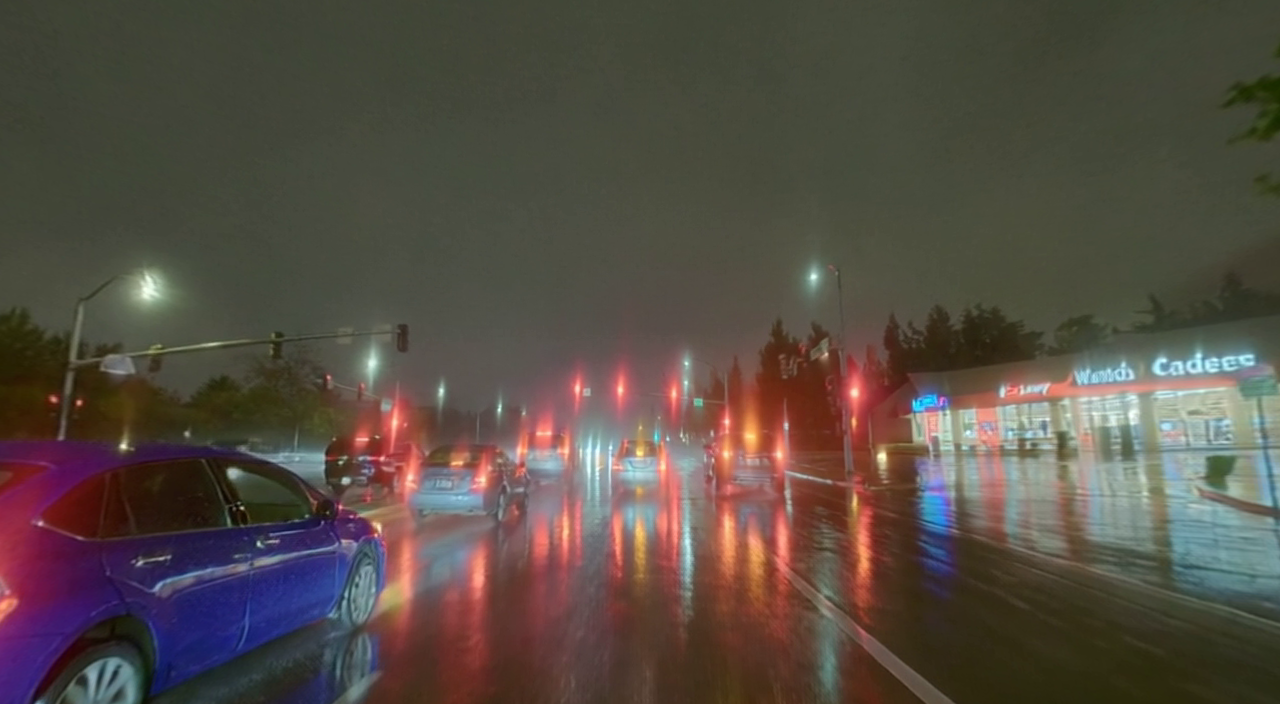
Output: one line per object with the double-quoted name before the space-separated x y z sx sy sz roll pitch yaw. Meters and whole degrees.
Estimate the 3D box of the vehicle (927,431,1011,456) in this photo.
"vehicle" 23.350 6.537 44.841 4.781 1.700 1.986 0 -9 1

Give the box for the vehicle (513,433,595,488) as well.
"vehicle" -2.794 3.677 21.524 2.072 1.694 4.070 0 -9 2

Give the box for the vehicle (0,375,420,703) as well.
"vehicle" -3.095 0.997 2.970 2.249 1.517 4.951 0 -9 1

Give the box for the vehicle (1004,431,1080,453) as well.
"vehicle" 30.614 6.881 48.036 4.432 1.680 1.932 0 -9 2

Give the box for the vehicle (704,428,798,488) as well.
"vehicle" 3.373 3.338 20.030 2.076 1.691 4.402 0 -9 -1

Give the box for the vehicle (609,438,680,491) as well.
"vehicle" 0.151 3.522 20.015 2.032 1.499 3.994 0 -9 1

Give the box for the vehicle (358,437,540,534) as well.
"vehicle" -3.316 2.413 11.988 2.014 1.472 4.357 0 -9 1
